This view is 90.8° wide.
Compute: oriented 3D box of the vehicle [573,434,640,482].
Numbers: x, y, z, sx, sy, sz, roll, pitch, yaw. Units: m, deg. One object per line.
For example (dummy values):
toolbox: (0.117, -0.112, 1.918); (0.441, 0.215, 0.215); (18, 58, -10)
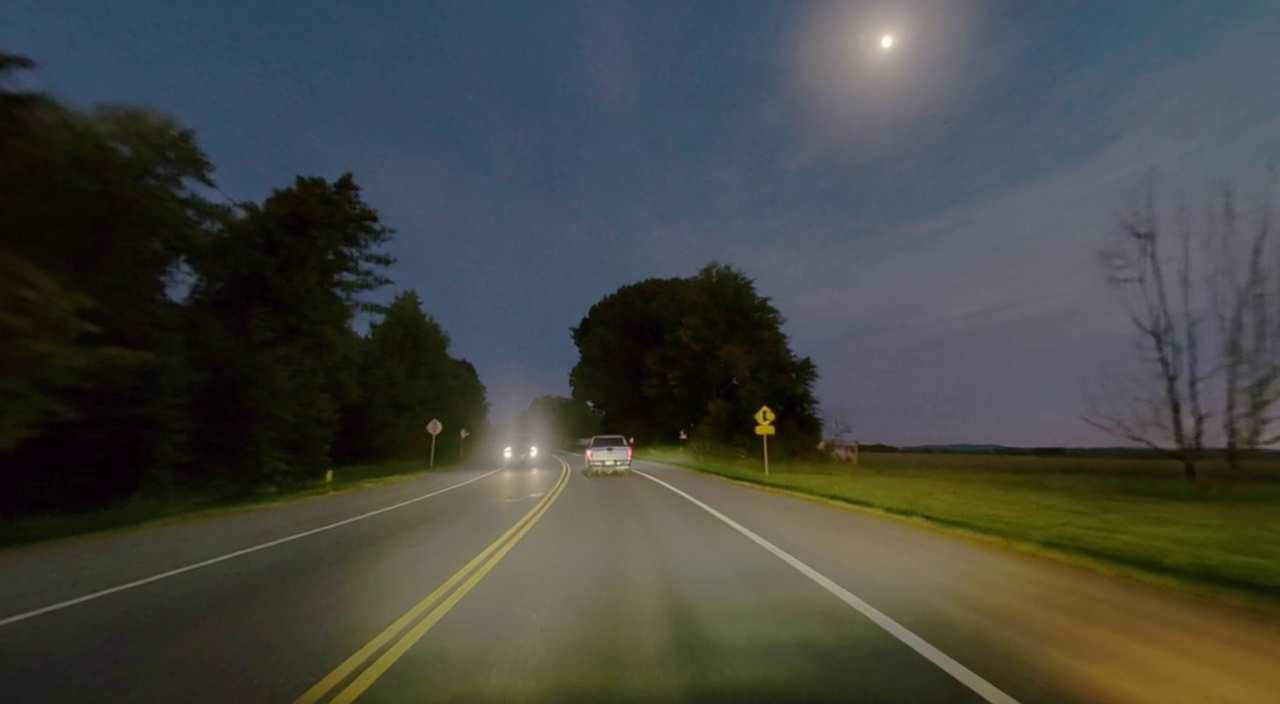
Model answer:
vehicle: (-1.487, 4.539, 27.383); (2.631, 1.798, 5.331); (0, -8, -4)

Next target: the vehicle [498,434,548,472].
vehicle: (-6.650, 5.794, 36.438); (2.374, 1.989, 4.909); (0, -8, -5)
